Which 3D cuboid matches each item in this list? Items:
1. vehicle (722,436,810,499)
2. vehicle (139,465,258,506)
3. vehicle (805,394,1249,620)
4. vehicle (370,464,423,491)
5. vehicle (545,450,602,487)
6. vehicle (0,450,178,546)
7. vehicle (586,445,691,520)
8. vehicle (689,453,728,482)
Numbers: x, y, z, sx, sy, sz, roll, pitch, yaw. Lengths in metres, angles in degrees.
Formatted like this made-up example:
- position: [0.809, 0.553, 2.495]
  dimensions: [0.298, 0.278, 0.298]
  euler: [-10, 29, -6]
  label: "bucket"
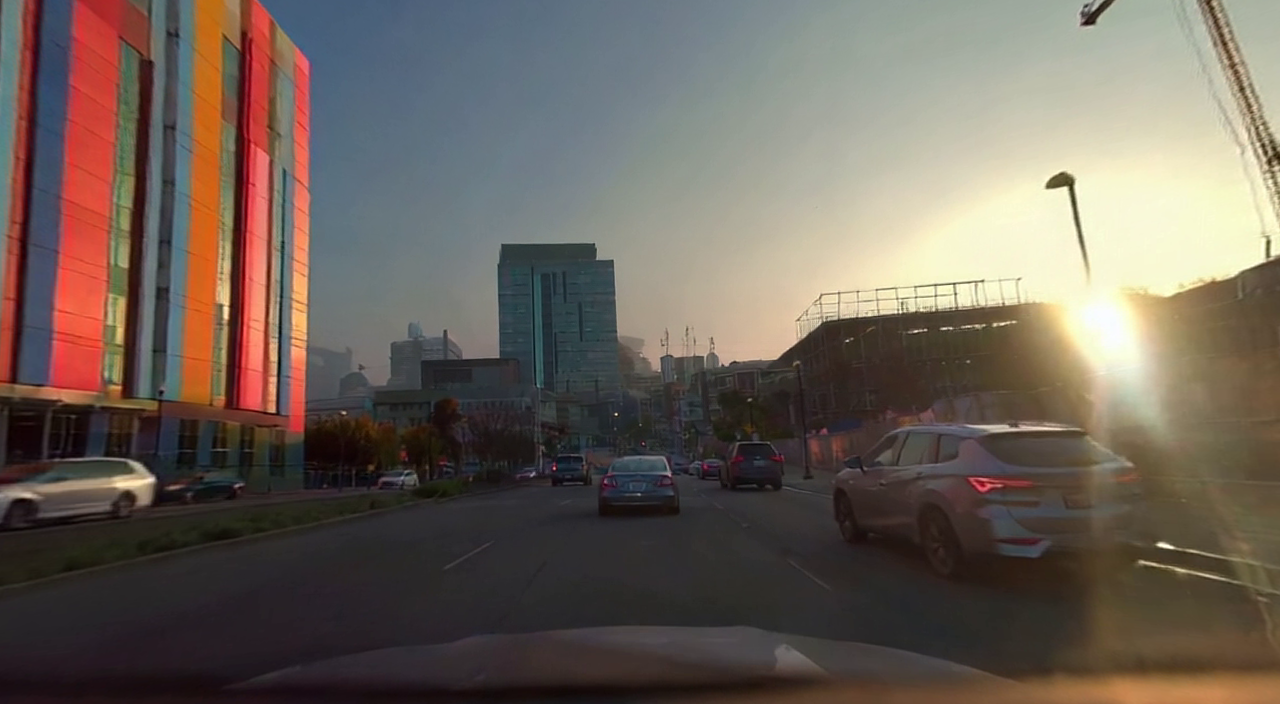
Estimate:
- position: [4.181, 3.916, 21.893]
  dimensions: [2.124, 1.896, 4.914]
  euler: [0, -8, 1]
  label: "vehicle"
- position: [-19.359, 5.827, 27.967]
  dimensions: [1.851, 1.488, 4.554]
  euler: [-1, -8, 2]
  label: "vehicle"
- position: [3.754, 1.607, 7.599]
  dimensions: [2.185, 1.797, 4.934]
  euler: [0, -8, 0]
  label: "vehicle"
- position: [-18.297, 9.436, 47.727]
  dimensions: [2.021, 1.740, 4.444]
  euler: [-1, -8, 3]
  label: "vehicle"
- position: [-3.237, 5.743, 31.500]
  dimensions: [2.201, 1.691, 4.305]
  euler: [-1, -8, 2]
  label: "vehicle"
- position: [-12.896, 3.018, 13.662]
  dimensions: [2.202, 1.714, 4.509]
  euler: [-1, -8, 3]
  label: "vehicle"
- position: [0.016, 2.987, 15.058]
  dimensions: [2.131, 1.496, 4.193]
  euler: [0, -8, 1]
  label: "vehicle"
- position: [4.313, 7.316, 40.175]
  dimensions: [2.115, 1.636, 4.104]
  euler: [0, -8, 2]
  label: "vehicle"
